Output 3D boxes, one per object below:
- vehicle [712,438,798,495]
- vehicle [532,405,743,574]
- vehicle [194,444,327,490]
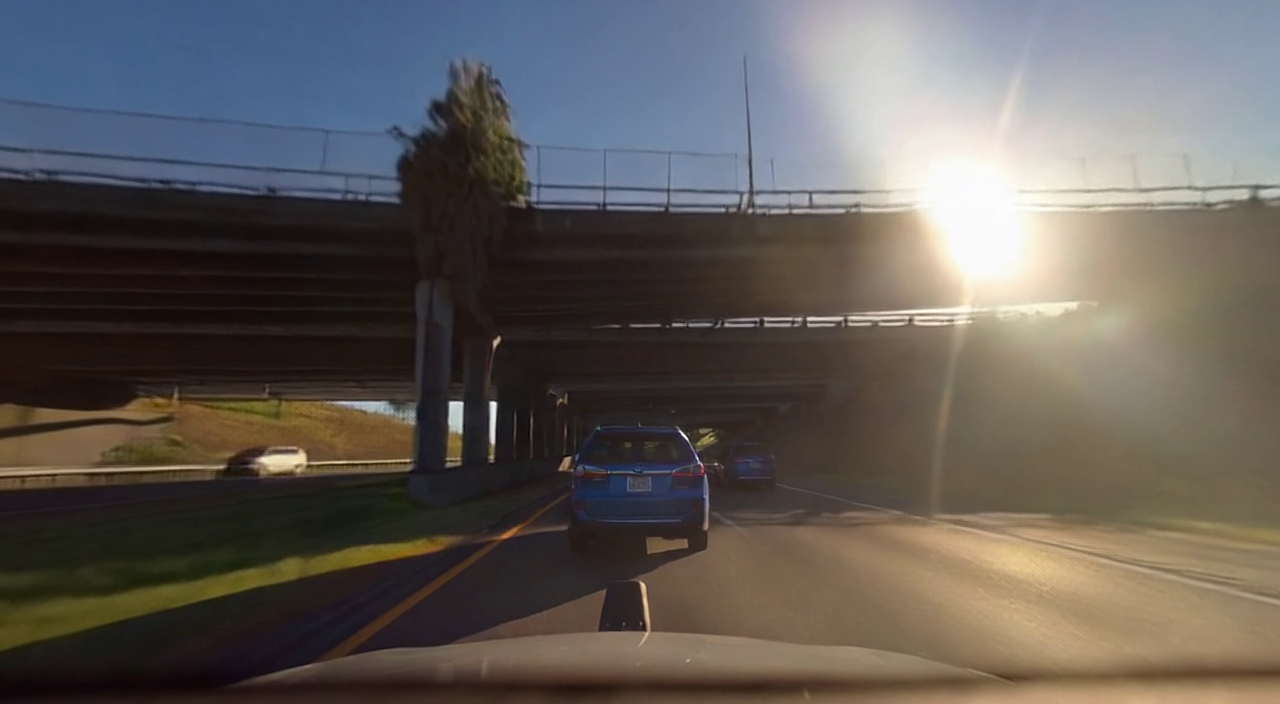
[{"bbox_3d":[3.894,3.954,22.172,2.043,1.767,4.620,0,-9,-1],"label":"vehicle"},{"bbox_3d":[-0.027,1.811,8.958,2.288,1.823,4.059,0,-9,0],"label":"vehicle"},{"bbox_3d":[-13.083,3.977,22.100,2.006,1.459,4.251,0,-9,0],"label":"vehicle"}]
